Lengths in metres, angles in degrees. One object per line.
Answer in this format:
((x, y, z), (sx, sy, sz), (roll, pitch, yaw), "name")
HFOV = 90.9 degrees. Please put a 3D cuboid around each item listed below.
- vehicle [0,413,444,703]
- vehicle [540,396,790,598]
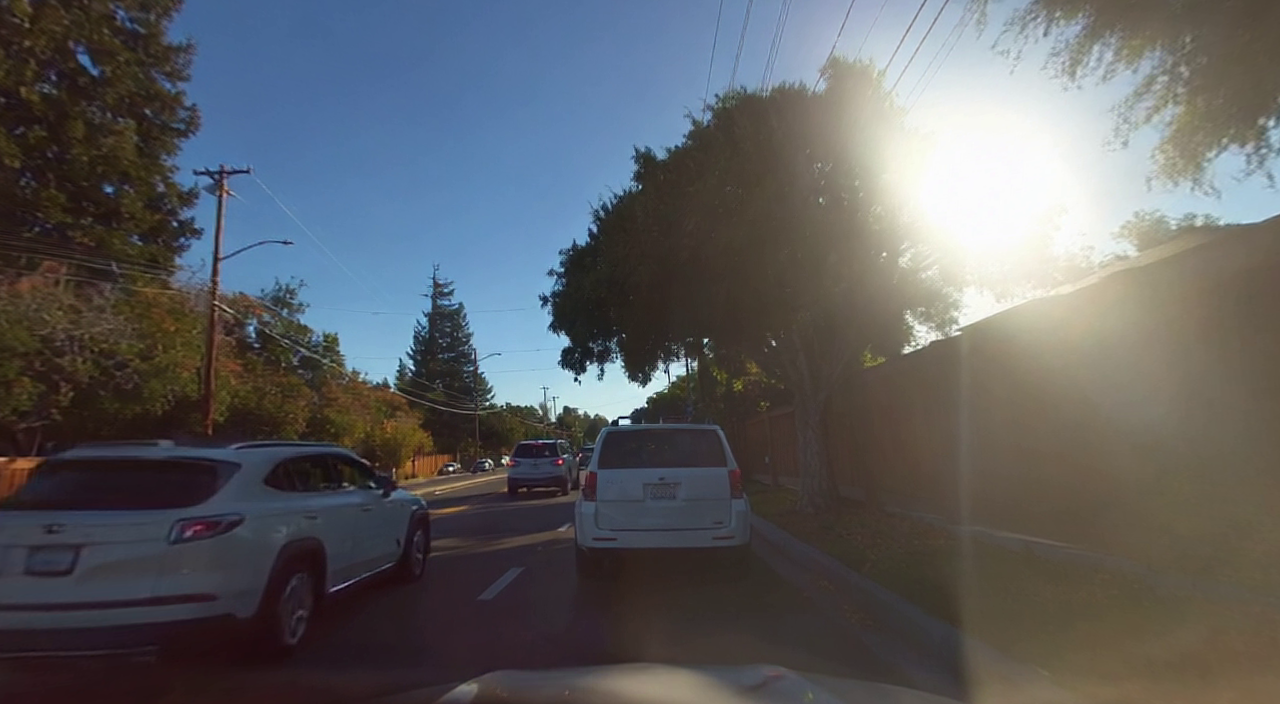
((-3.114, 1.303, 4.614), (1.979, 1.489, 4.006), (0, -9, 1), "vehicle")
((0.214, 1.575, 7.633), (2.174, 1.749, 4.113), (0, -9, 0), "vehicle")
